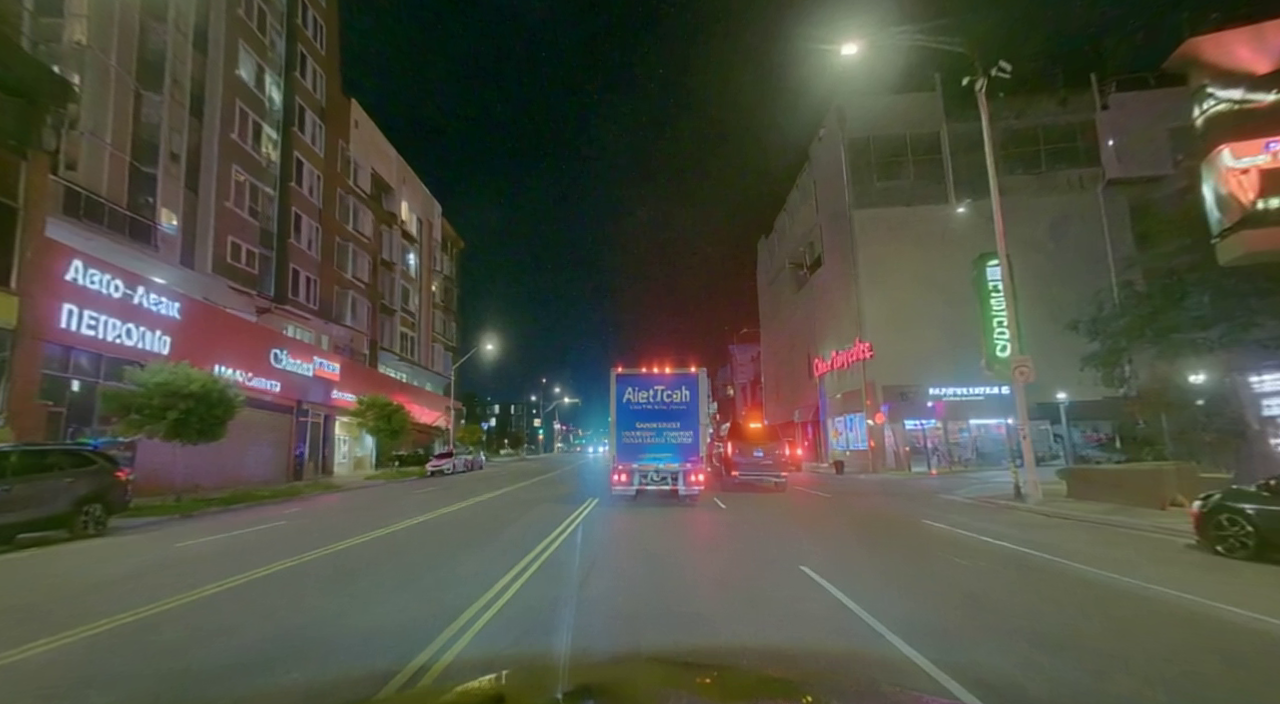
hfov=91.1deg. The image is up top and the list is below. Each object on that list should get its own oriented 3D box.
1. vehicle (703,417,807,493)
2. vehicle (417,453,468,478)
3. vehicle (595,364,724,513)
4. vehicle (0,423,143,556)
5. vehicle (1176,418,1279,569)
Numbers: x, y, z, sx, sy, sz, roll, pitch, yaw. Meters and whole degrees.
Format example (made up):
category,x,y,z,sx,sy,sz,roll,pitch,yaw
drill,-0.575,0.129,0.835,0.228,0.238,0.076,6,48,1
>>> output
category,x,y,z,sx,sy,sz,roll,pitch,yaw
vehicle,3.441,3.236,20.029,2.346,2.062,5.236,0,-8,0
vehicle,-13.129,7.548,41.963,1.901,1.508,4.405,0,-8,1
vehicle,0.285,2.145,15.531,2.517,2.926,6.177,0,-9,-2
vehicle,-13.030,2.613,12.041,2.404,2.420,5.460,0,-9,1
vehicle,9.560,1.620,7.315,4.463,1.677,2.003,-3,-9,16
